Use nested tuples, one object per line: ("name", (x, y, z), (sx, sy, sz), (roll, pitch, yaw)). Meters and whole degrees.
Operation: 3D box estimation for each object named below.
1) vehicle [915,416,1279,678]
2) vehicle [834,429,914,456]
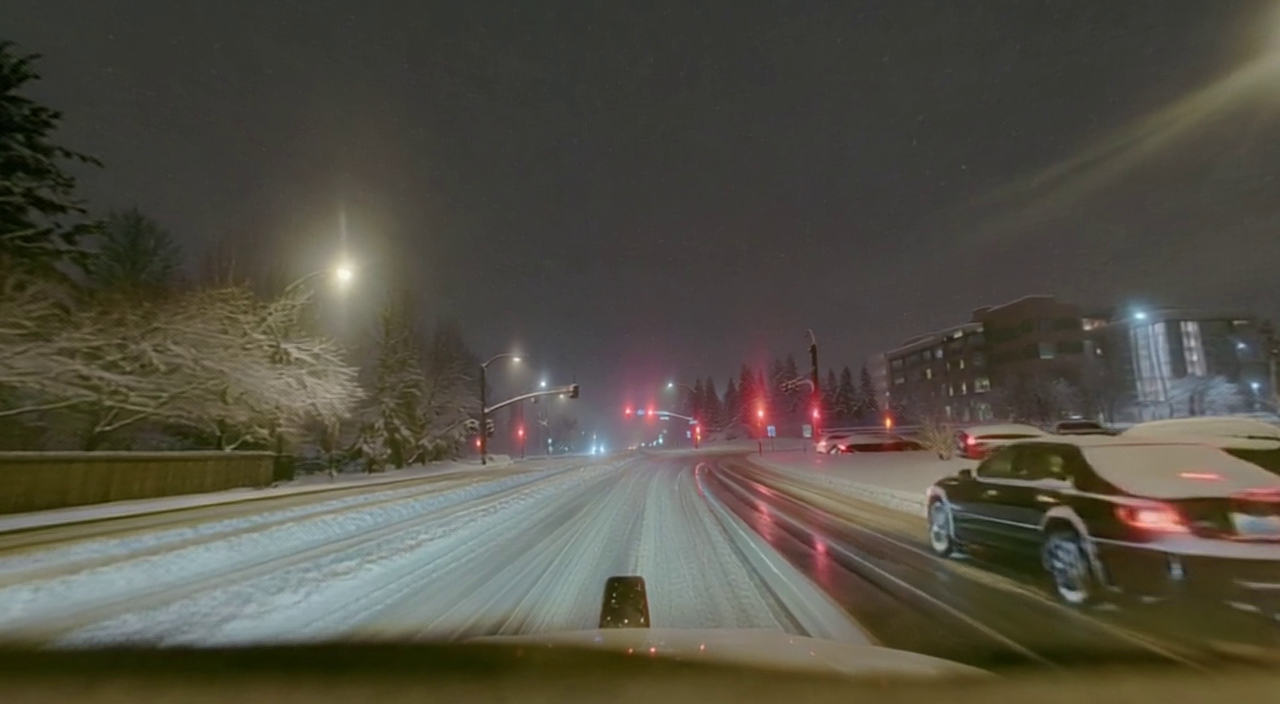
("vehicle", (4.581, 1.425, 5.885), (2.006, 1.448, 4.671), (0, -8, 1))
("vehicle", (14.416, 5.605, 39.039), (4.167, 1.476, 1.871), (-2, -8, 1))
